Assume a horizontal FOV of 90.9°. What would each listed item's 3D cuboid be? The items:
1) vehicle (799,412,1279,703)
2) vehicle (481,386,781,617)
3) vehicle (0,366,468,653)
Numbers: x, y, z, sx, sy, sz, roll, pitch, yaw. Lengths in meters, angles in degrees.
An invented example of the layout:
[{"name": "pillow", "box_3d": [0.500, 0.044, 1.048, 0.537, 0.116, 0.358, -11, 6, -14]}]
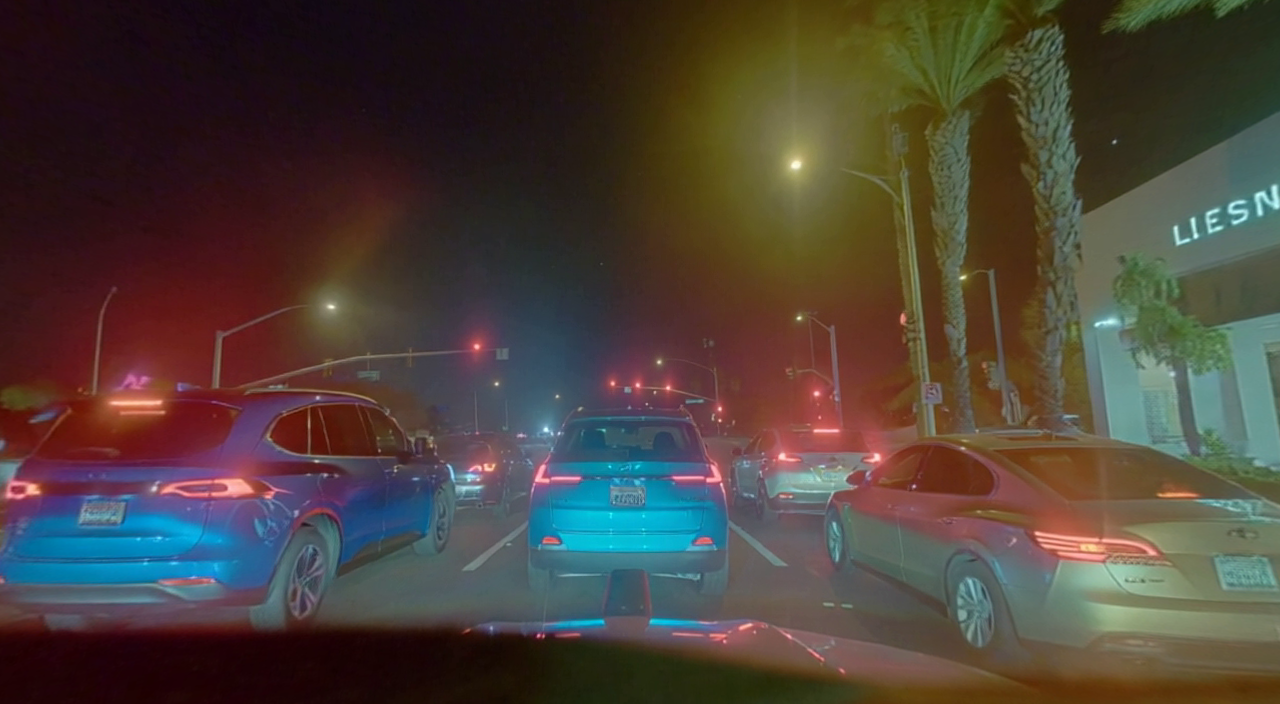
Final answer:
[{"name": "vehicle", "box_3d": [2.967, 1.370, 5.263, 2.017, 1.491, 4.611, 0, -8, -1]}, {"name": "vehicle", "box_3d": [-0.127, 1.459, 7.071, 2.280, 1.747, 4.361, 0, -8, -2]}, {"name": "vehicle", "box_3d": [-3.344, 1.283, 6.134, 2.014, 1.755, 4.360, 0, -8, 1]}]
